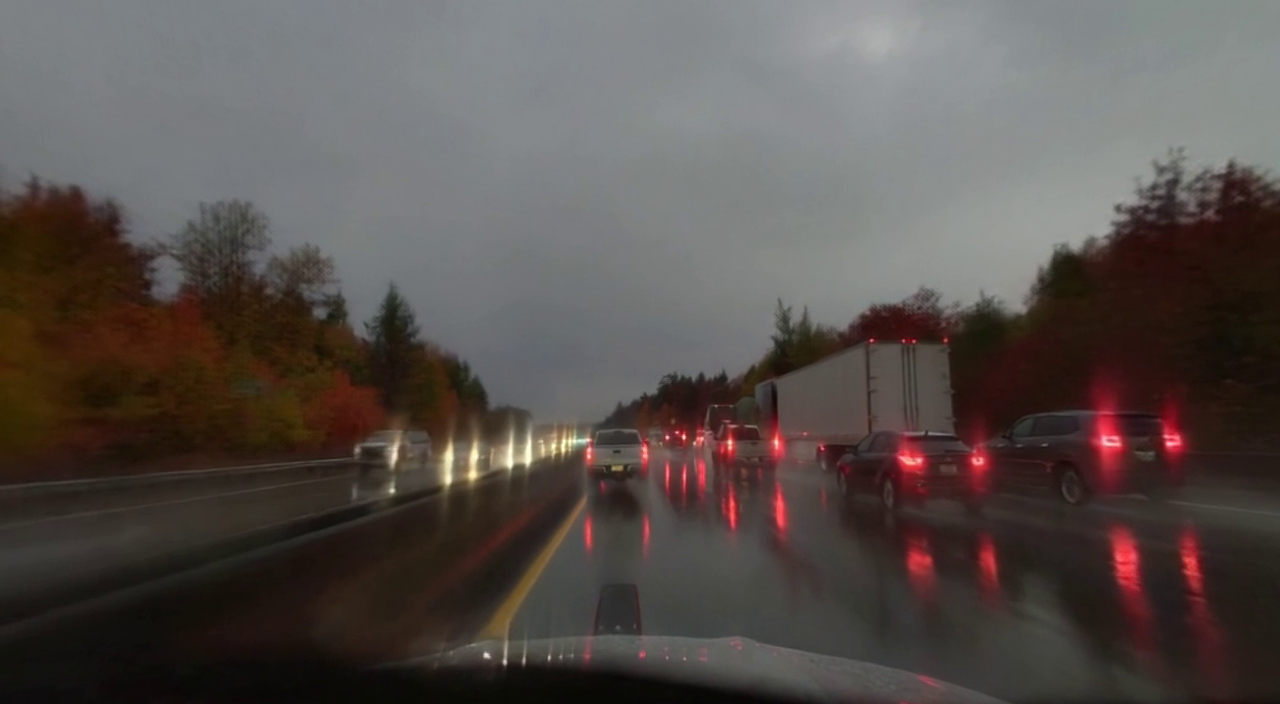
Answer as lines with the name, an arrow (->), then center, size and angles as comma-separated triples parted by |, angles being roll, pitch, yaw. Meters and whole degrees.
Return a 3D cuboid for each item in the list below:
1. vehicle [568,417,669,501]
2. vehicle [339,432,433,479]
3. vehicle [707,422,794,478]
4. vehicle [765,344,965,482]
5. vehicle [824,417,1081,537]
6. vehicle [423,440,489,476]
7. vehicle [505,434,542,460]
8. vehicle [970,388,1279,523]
vehicle -> -0.490, 2.523, 15.331 | 2.087, 1.709, 4.455 | 0, -8, -1
vehicle -> -11.940, 4.869, 30.036 | 2.338, 2.059, 5.149 | 0, -8, -1
vehicle -> 3.641, 3.307, 21.453 | 2.147, 1.707, 3.963 | 0, -8, -2
vehicle -> 7.963, 2.668, 25.376 | 2.867, 4.066, 13.802 | 0, -7, 0
vehicle -> 4.629, 1.889, 10.183 | 2.040, 1.523, 4.068 | 0, -8, -1
vehicle -> -8.402, 4.850, 29.116 | 1.872, 1.521, 3.962 | 0, -8, 0
vehicle -> -8.877, 7.269, 48.232 | 2.152, 1.903, 4.339 | 0, -8, -1
vehicle -> 8.516, 1.834, 11.656 | 2.116, 1.965, 4.691 | 0, -8, -1
